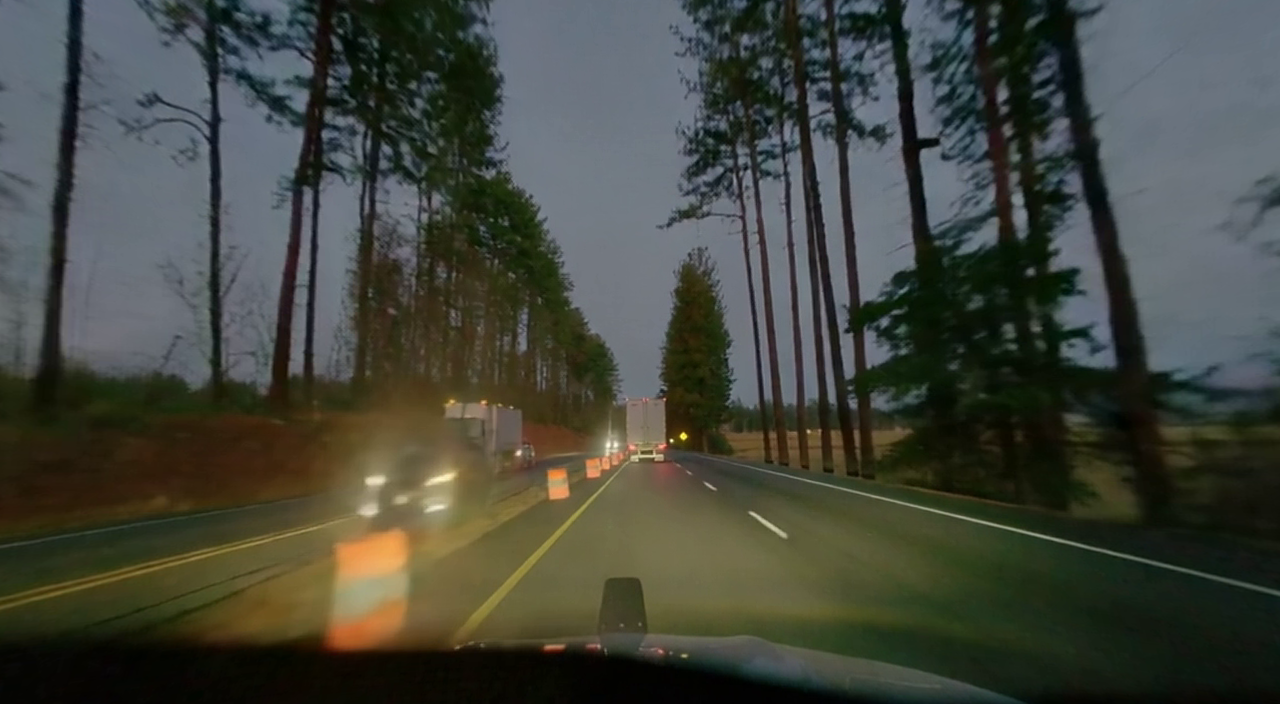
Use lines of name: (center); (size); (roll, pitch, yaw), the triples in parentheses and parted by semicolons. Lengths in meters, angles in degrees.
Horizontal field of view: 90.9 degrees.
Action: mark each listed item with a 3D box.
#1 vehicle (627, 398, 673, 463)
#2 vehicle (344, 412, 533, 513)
vehicle: (0.523, 5.799, 45.750); (2.935, 4.068, 11.036); (0, -8, -1)
vehicle: (-4.744, 2.763, 16.344); (2.771, 2.097, 6.248); (0, -8, 0)
